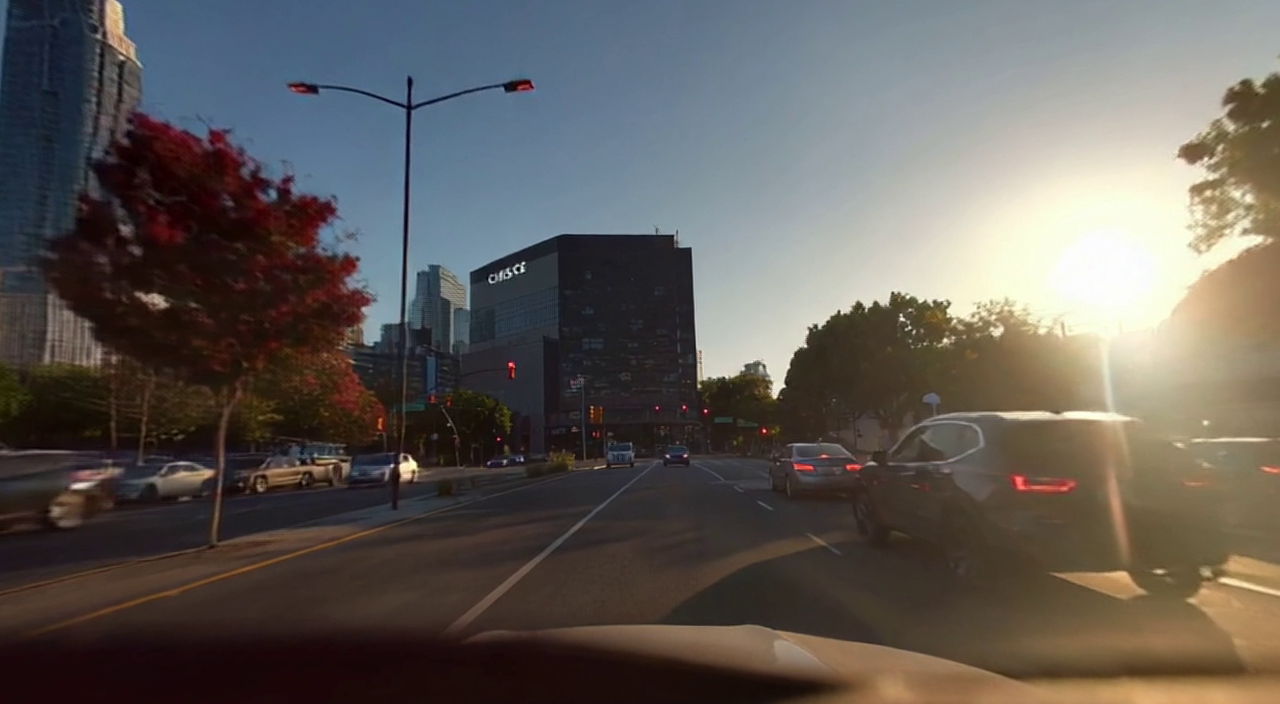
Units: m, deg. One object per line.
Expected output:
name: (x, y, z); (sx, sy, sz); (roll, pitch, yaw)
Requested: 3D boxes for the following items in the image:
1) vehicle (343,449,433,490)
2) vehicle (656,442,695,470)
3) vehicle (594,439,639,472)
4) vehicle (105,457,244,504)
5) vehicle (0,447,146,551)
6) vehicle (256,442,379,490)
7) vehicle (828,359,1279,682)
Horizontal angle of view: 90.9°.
vehicle: (-10.157, 4.732, 25.745); (1.884, 1.456, 4.356); (0, -8, 0)
vehicle: (2.016, 5.853, 35.662); (2.059, 1.477, 3.988); (-1, -8, 4)
vehicle: (-1.232, 5.829, 35.706); (2.057, 1.678, 4.639); (-1, -8, 4)
vehicle: (-16.988, 4.660, 23.340); (1.804, 1.437, 4.560); (0, -8, -2)
vehicle: (-10.759, 2.302, 9.959); (2.047, 1.572, 4.472); (-1, -8, 4)
vehicle: (-14.134, 5.005, 28.153); (2.337, 1.895, 5.872); (0, -8, 1)
vehicle: (3.608, 1.293, 6.041); (2.282, 1.797, 4.924); (-1, -8, 3)
